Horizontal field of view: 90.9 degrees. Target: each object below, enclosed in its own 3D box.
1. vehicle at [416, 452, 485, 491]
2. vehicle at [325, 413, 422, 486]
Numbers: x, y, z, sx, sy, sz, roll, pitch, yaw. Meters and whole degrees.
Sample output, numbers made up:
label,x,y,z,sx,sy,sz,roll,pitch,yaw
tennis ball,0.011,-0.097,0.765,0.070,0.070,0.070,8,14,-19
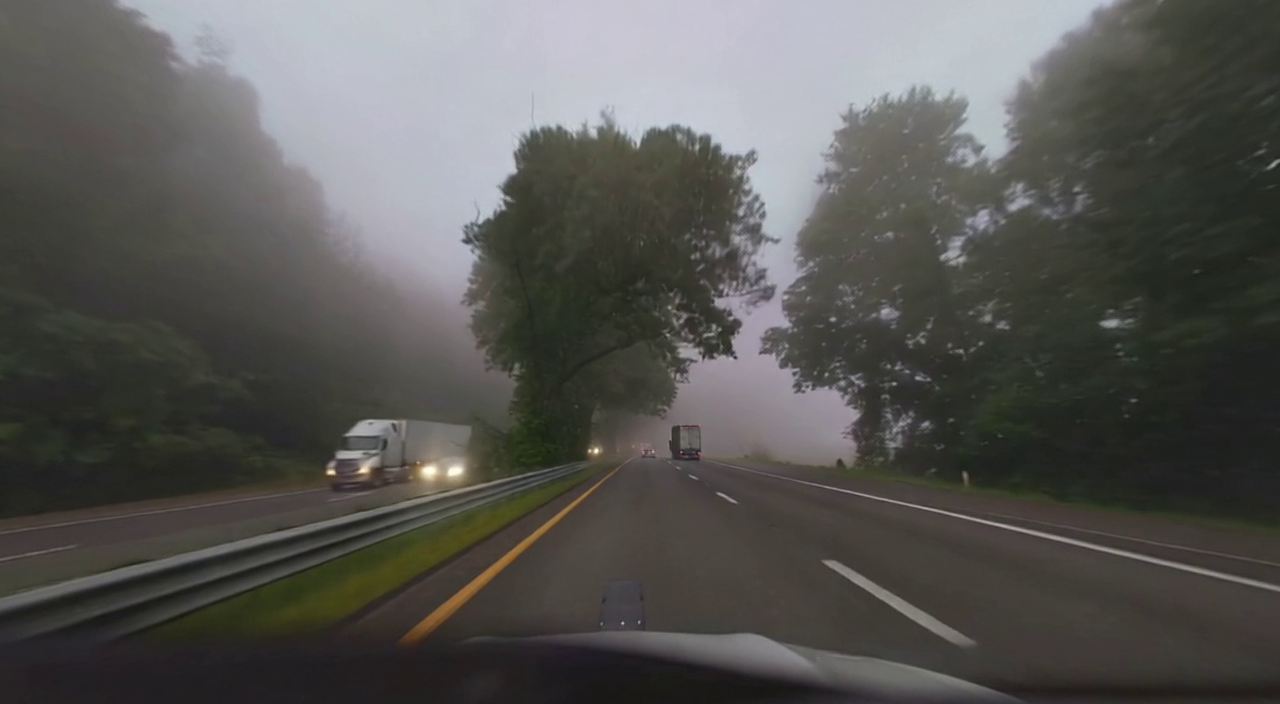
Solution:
label,x,y,z,sx,sy,sz,roll,pitch,yaw
vehicle,-7.947,5.009,26.751,1.780,1.465,3.818,0,-9,-1
vehicle,-15.829,5.873,38.001,2.917,4.007,5.975,-1,-9,3
